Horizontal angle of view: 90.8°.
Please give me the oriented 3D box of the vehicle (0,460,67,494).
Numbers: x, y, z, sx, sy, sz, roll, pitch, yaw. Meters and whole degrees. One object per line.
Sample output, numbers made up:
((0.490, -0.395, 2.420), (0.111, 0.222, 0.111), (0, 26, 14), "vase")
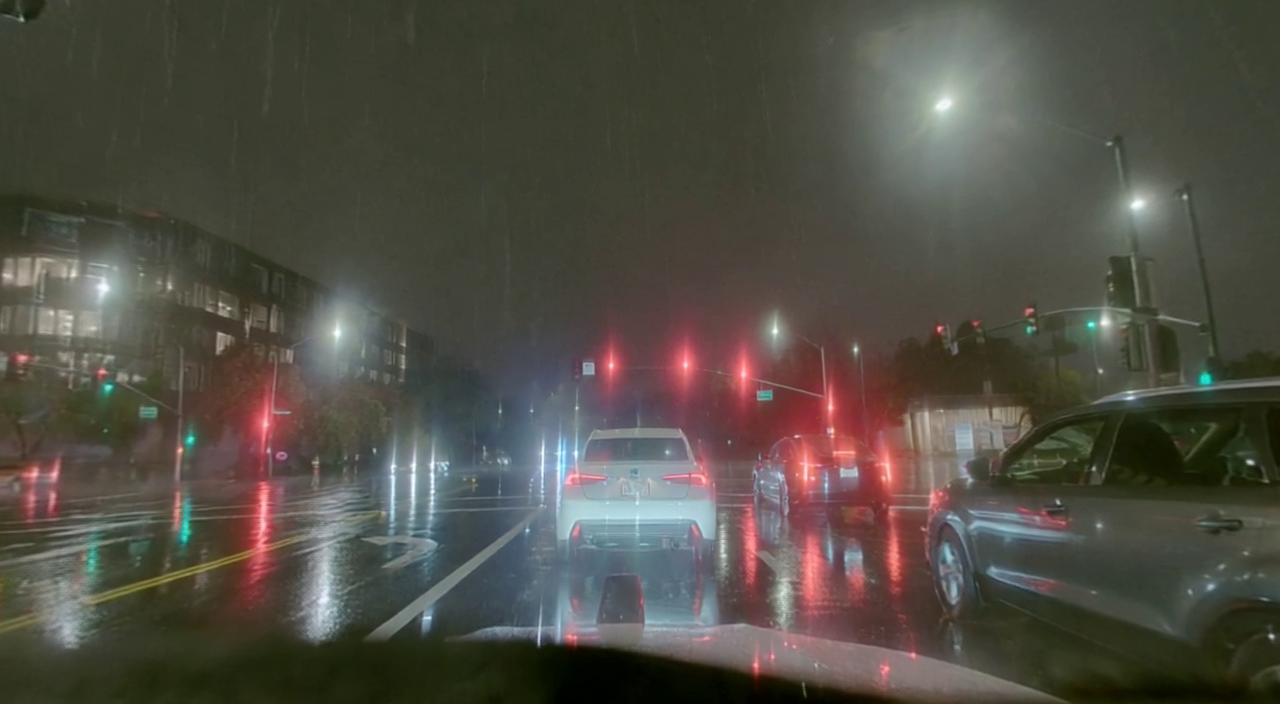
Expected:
((-36.821, 7.298, 37.103), (4.448, 1.837, 2.021), (-1, -9, 4), "vehicle")

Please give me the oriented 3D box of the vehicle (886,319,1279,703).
((2.991, 0.869, 2.660), (2.103, 1.701, 4.294), (0, -8, -1), "vehicle")

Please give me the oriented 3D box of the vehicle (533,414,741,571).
((-0.081, 1.780, 8.747), (2.188, 1.637, 4.027), (0, -8, -1), "vehicle")

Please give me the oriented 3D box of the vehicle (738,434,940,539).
((3.147, 2.220, 11.138), (2.001, 1.463, 4.398), (0, -8, -2), "vehicle")

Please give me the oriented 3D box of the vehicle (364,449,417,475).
((-18.747, 8.260, 47.655), (2.026, 1.836, 4.726), (0, -8, 0), "vehicle")
